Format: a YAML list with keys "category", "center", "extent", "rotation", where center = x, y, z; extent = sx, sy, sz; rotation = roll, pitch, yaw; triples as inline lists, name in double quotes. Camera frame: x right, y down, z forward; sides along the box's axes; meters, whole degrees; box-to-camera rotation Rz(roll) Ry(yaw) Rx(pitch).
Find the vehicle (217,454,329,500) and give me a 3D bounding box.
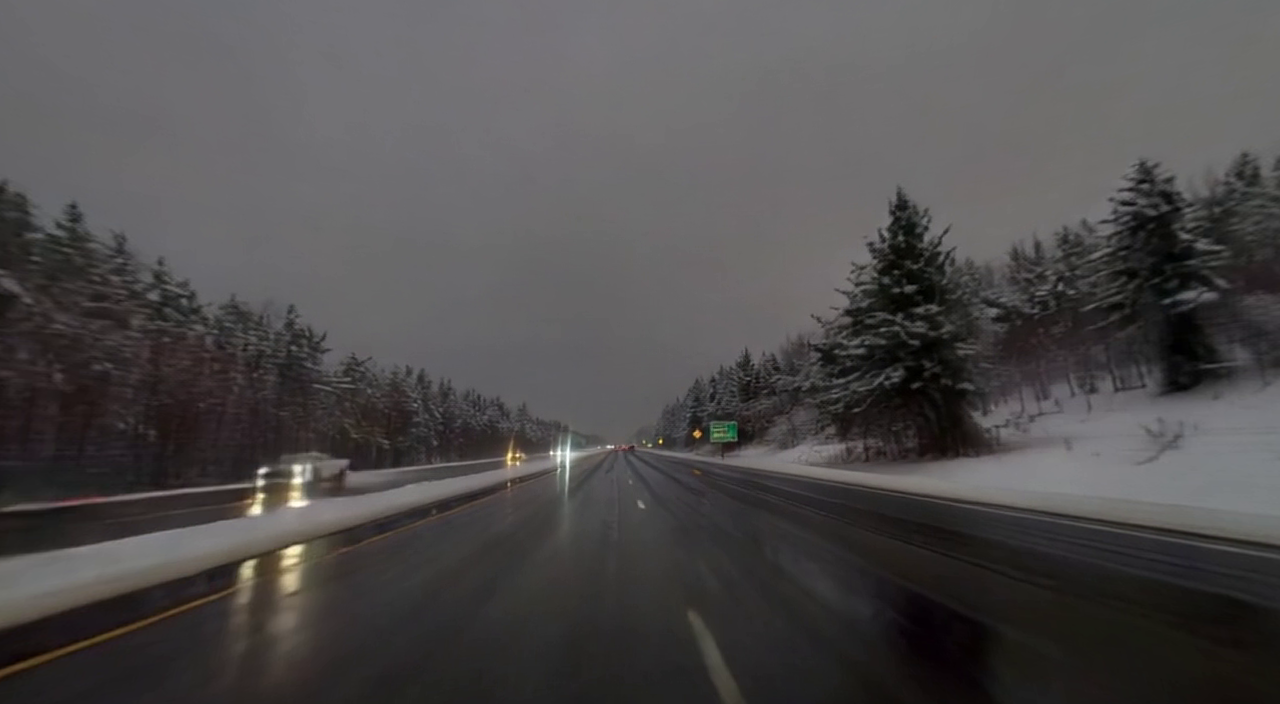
- category: "vehicle"
  center: [-14.870, 5.040, 25.919]
  extent: [2.051, 1.664, 4.484]
  rotation: [0, -9, -2]
